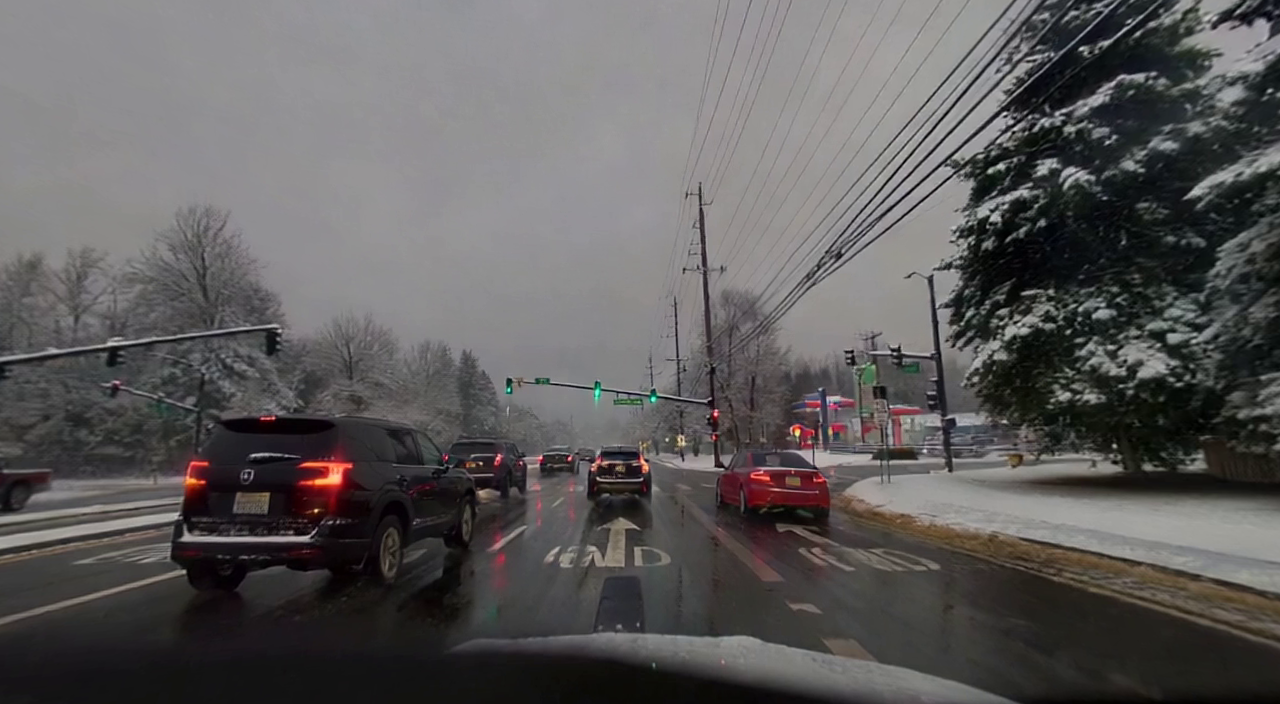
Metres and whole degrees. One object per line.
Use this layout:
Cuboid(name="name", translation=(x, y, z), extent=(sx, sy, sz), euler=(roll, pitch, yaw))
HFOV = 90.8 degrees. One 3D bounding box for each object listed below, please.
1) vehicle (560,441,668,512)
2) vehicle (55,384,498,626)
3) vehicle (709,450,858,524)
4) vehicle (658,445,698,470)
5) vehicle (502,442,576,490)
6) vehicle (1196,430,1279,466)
Cuboid(name="vehicle", translation=(-0.593, 2.852, 15.028), extent=(2.189, 1.437, 4.135), euler=(0, -8, -2))
Cuboid(name="vehicle", translation=(-2.997, 1.381, 6.651), extent=(1.922, 1.642, 4.547), euler=(0, -8, 0))
Cuboid(name="vehicle", translation=(2.846, 2.784, 13.677), extent=(2.065, 1.302, 4.416), euler=(0, -8, -2))
Cuboid(name="vehicle", translation=(2.319, 6.646, 40.157), extent=(2.069, 1.464, 4.599), euler=(0, -8, -3))
Cuboid(name="vehicle", translation=(-3.485, 4.007, 22.593), extent=(1.953, 1.530, 4.335), euler=(0, -8, 0))
Cuboid(name="vehicle", translation=(23.883, 3.617, 23.844), extent=(1.787, 1.301, 4.365), euler=(0, -8, -1))
